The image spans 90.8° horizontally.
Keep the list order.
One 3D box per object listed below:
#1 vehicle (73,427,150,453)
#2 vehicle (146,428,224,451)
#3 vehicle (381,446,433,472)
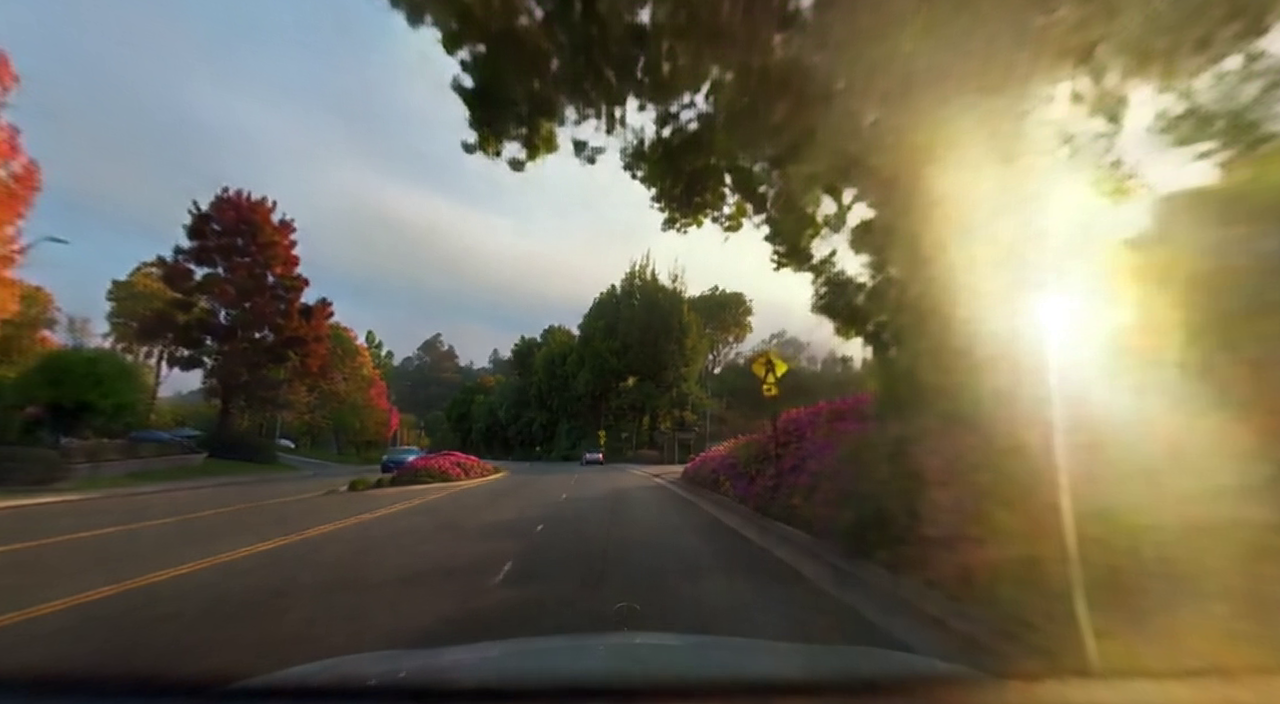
[{"bbox_3d":[-35.945,6.003,42.979,4.083,1.464,1.747,-2,-16,15],"label":"vehicle"},{"bbox_3d":[-34.847,6.738,48.457,4.506,1.654,2.239,-2,-10,11],"label":"vehicle"},{"bbox_3d":[-14.279,6.573,38.951,1.793,1.486,4.048,0,-9,-2],"label":"vehicle"}]
